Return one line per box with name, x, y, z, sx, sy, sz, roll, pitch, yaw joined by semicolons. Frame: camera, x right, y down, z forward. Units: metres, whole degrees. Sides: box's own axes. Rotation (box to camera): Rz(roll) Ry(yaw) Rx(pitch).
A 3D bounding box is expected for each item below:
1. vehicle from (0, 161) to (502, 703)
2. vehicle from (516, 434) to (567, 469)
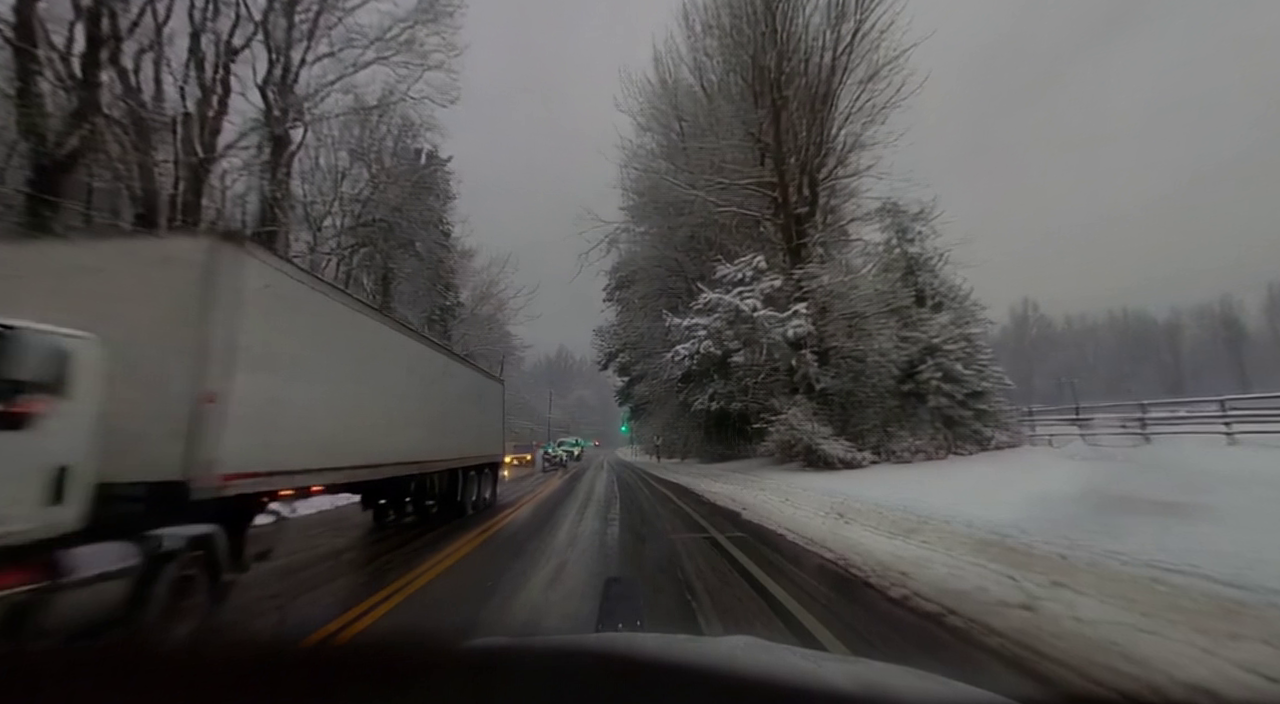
vehicle;-3.690;1.098;6.673;2.939;2.556;8.664;0;-8;-3
vehicle;-5.165;5.313;33.825;2.096;1.705;4.352;0;-8;-1
